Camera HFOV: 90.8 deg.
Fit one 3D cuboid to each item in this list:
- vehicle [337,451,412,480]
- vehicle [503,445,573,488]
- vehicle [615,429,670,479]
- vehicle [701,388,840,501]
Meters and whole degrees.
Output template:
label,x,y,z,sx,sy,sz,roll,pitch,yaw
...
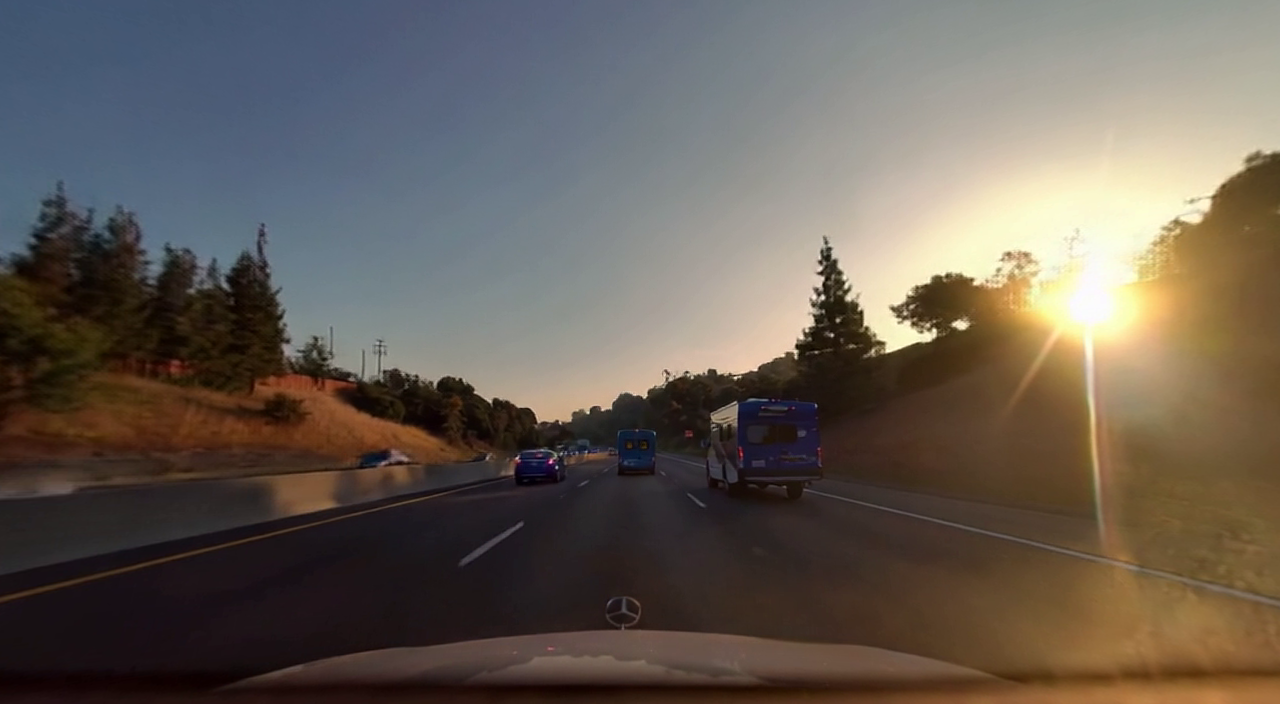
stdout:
label,x,y,z,sx,sy,sz,roll,pitch,yaw
vehicle,-14.551,6.249,34.962,1.977,1.469,4.853,0,-9,1
vehicle,-3.884,4.473,24.939,1.959,1.502,4.559,0,-9,1
vehicle,0.093,5.139,32.019,2.524,2.310,4.986,0,-9,0
vehicle,3.708,2.926,19.932,2.607,2.910,7.252,0,-9,-2
